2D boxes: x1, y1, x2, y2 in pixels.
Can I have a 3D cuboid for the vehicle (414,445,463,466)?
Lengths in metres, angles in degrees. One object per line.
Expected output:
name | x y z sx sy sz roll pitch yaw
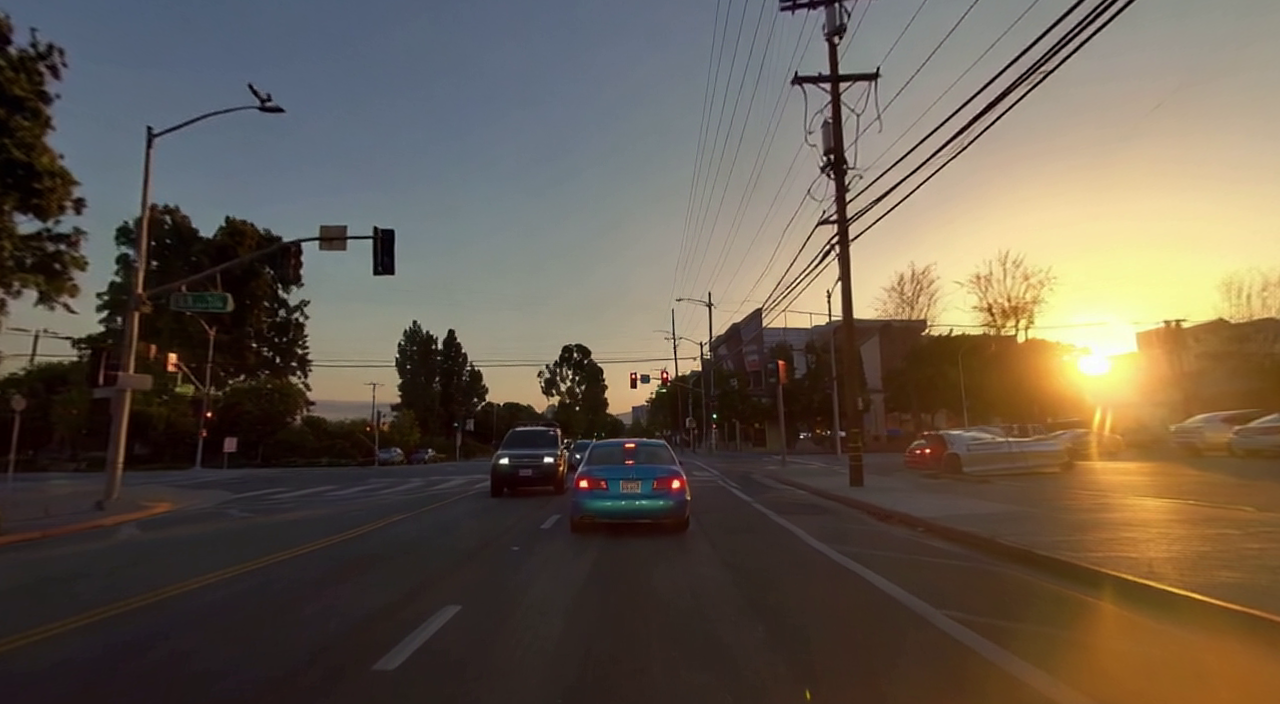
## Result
vehicle | -15.584 7.941 48.584 2.111 1.511 4.641 6 -10 -37

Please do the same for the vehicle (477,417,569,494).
vehicle | -3.104 2.864 17.685 2.106 1.852 4.512 1 -8 -5

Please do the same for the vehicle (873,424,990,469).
vehicle | 10.631 3.494 23.433 1.842 1.471 4.481 1 -8 -6

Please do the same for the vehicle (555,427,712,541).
vehicle | -0.146 2.060 10.517 2.070 1.481 4.216 0 -8 -2

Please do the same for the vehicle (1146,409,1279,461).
vehicle | 18.704 2.711 20.385 4.446 1.511 1.977 4 -10 -29

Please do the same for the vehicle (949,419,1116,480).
vehicle | 10.537 2.668 17.385 1.888 1.455 4.268 0 -8 1
